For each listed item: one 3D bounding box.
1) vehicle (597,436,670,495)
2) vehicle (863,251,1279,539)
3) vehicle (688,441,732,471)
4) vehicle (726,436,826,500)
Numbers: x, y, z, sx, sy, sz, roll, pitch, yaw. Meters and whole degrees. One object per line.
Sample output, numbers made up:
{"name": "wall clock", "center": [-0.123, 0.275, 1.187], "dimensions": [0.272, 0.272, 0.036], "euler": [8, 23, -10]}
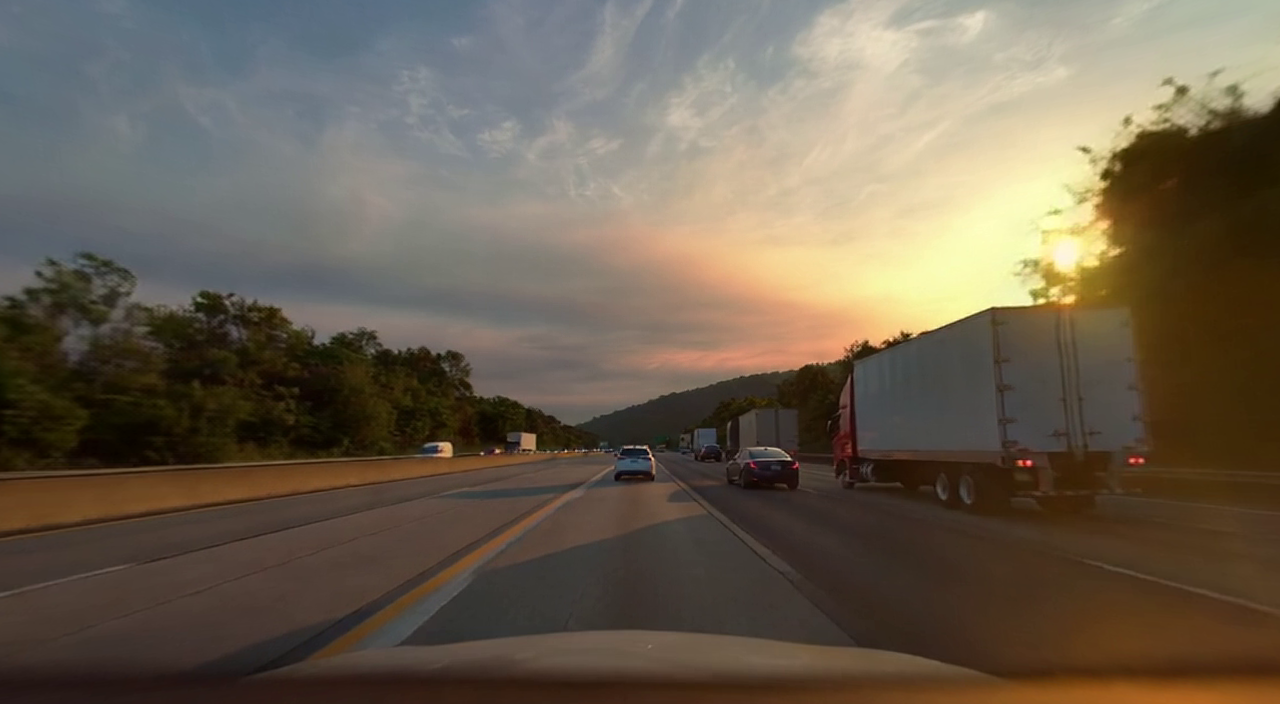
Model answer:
{"name": "vehicle", "center": [-0.169, 3.460, 19.441], "dimensions": [2.023, 1.618, 3.628], "euler": [0, -9, 0]}
{"name": "vehicle", "center": [7.610, 1.191, 13.113], "dimensions": [2.823, 4.063, 8.485], "euler": [0, -9, 0]}
{"name": "vehicle", "center": [4.162, 6.281, 38.217], "dimensions": [2.150, 1.632, 4.260], "euler": [0, -9, 0]}
{"name": "vehicle", "center": [3.698, 3.220, 17.870], "dimensions": [1.920, 1.594, 3.867], "euler": [0, -9, -1]}
